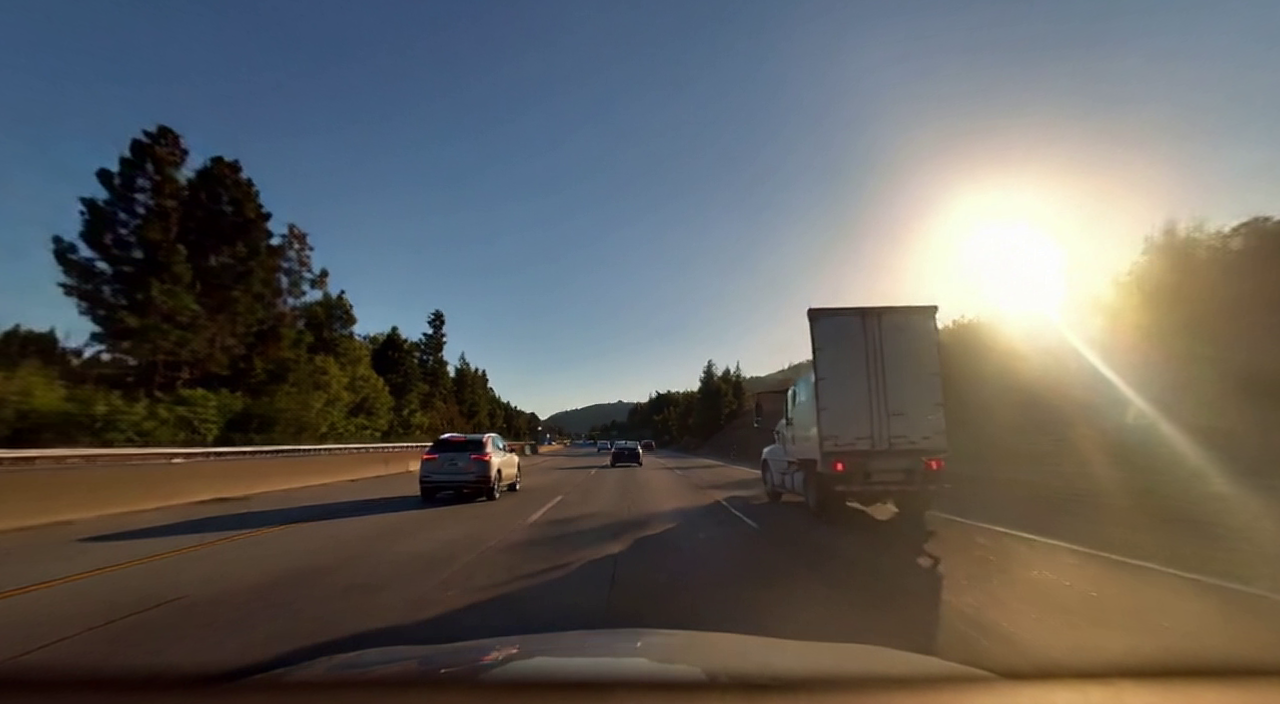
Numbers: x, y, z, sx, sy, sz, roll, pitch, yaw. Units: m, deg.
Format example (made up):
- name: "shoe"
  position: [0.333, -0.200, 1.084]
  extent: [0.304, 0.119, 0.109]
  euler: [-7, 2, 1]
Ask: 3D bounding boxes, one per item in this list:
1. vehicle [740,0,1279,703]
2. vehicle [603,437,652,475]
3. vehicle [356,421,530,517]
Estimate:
- name: "vehicle"
  position: [3.860, 0.341, 7.591]
  extent: [2.946, 4.111, 14.652]
  euler: [0, -8, 0]
- name: "vehicle"
  position: [-0.541, 4.683, 28.588]
  extent: [2.048, 1.563, 4.087]
  euler: [0, -8, -1]
- name: "vehicle"
  position: [-3.955, 2.435, 13.669]
  extent: [2.264, 1.699, 4.648]
  euler: [0, -8, 0]
